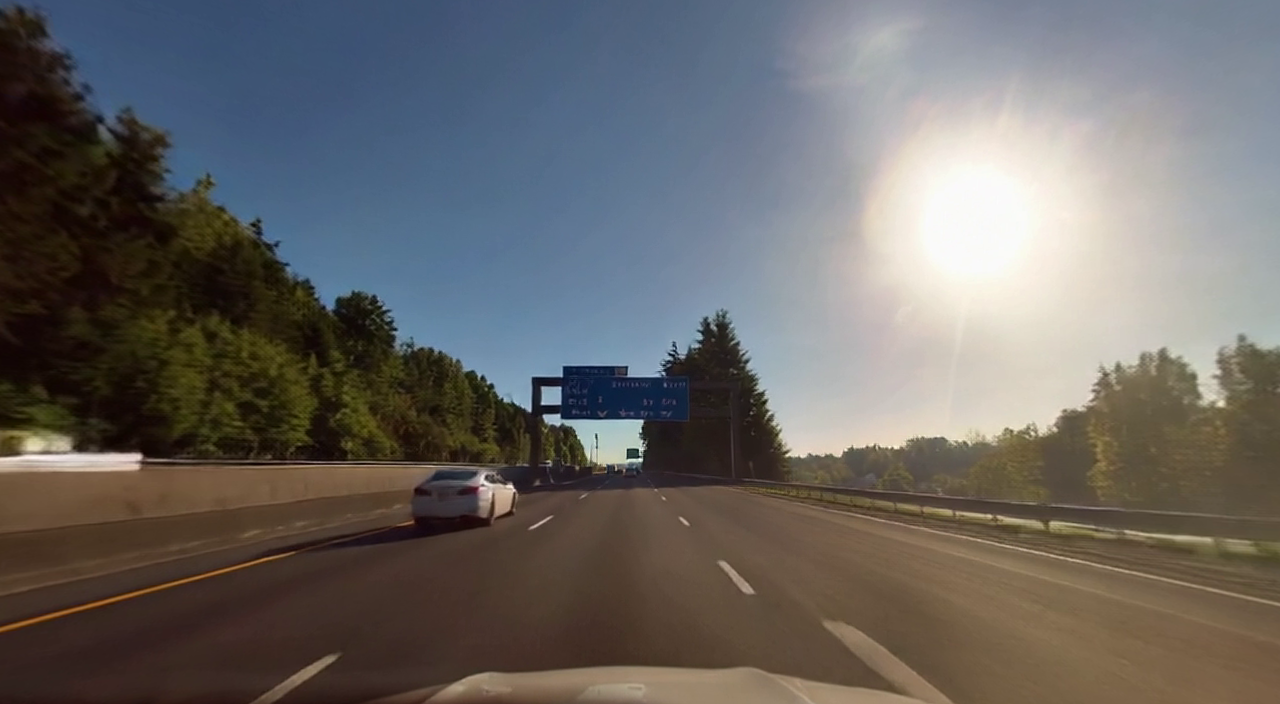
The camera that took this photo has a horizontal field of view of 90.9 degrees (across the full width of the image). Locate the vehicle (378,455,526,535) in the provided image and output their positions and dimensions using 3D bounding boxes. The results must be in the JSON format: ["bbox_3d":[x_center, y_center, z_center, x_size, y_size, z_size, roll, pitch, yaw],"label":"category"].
[{"bbox_3d":[-3.944,3.097,14.043,2.006,1.469,4.050,1,-10,0],"label":"vehicle"}]
